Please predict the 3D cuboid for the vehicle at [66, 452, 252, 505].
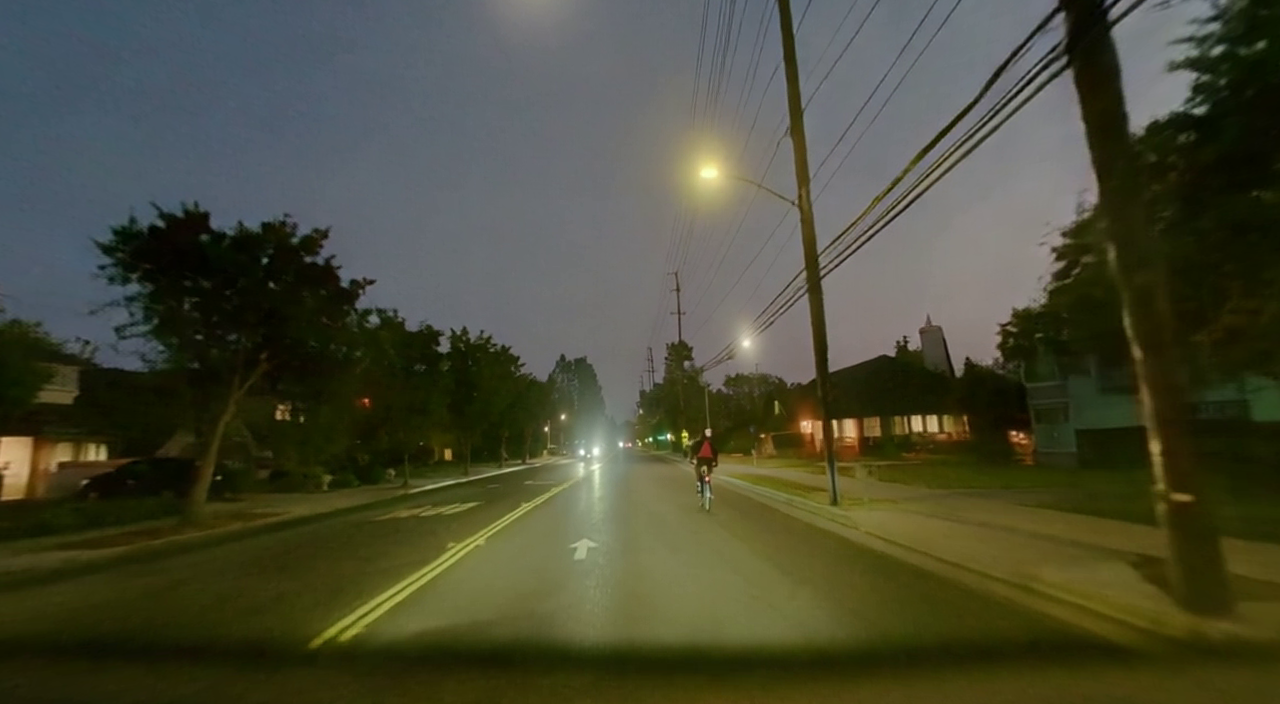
[{"bbox_3d":[-14.573,3.829,19.332,4.143,1.480,1.755,0,-8,-2],"label":"vehicle"}]
